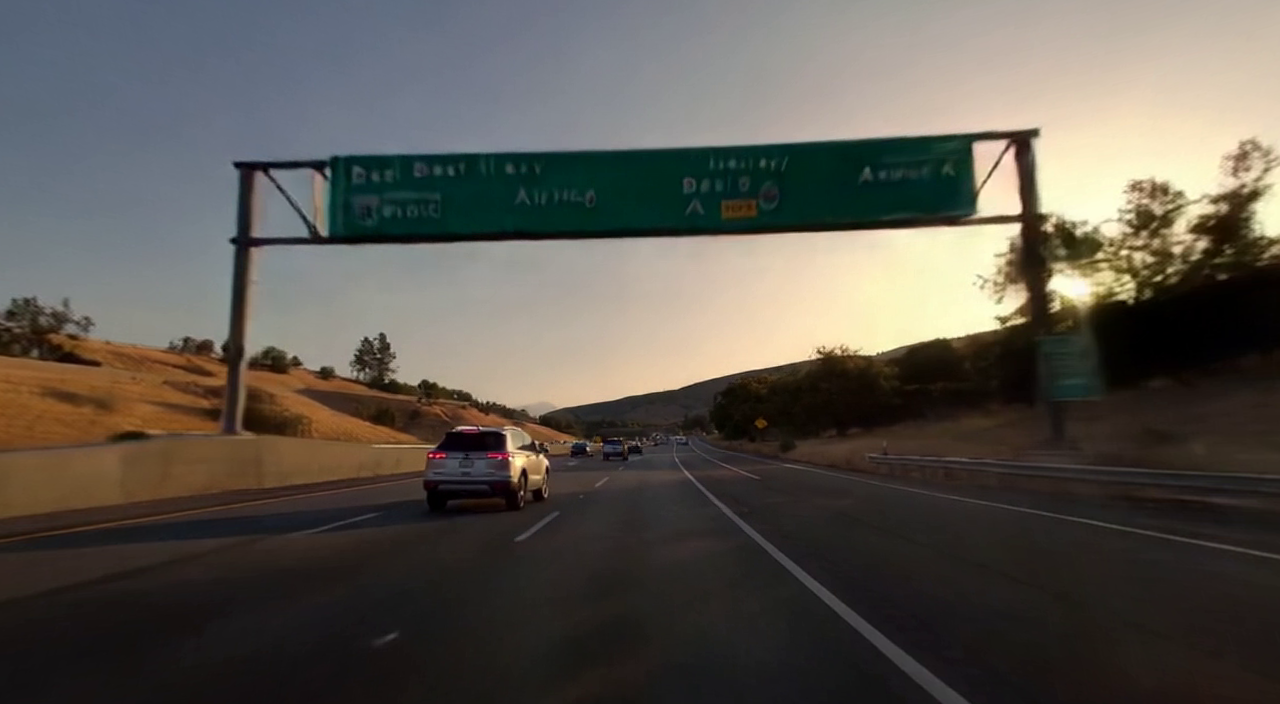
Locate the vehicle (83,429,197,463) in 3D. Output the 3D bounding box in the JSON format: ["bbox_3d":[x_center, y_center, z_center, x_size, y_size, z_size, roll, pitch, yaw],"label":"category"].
[{"bbox_3d":[-24.695,4.695,31.394,1.835,1.543,4.618,0,-9,1],"label":"vehicle"}]

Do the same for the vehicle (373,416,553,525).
[{"bbox_3d":[-3.386,2.402,13.301,2.218,1.848,4.789,0,-9,2],"label":"vehicle"}]
